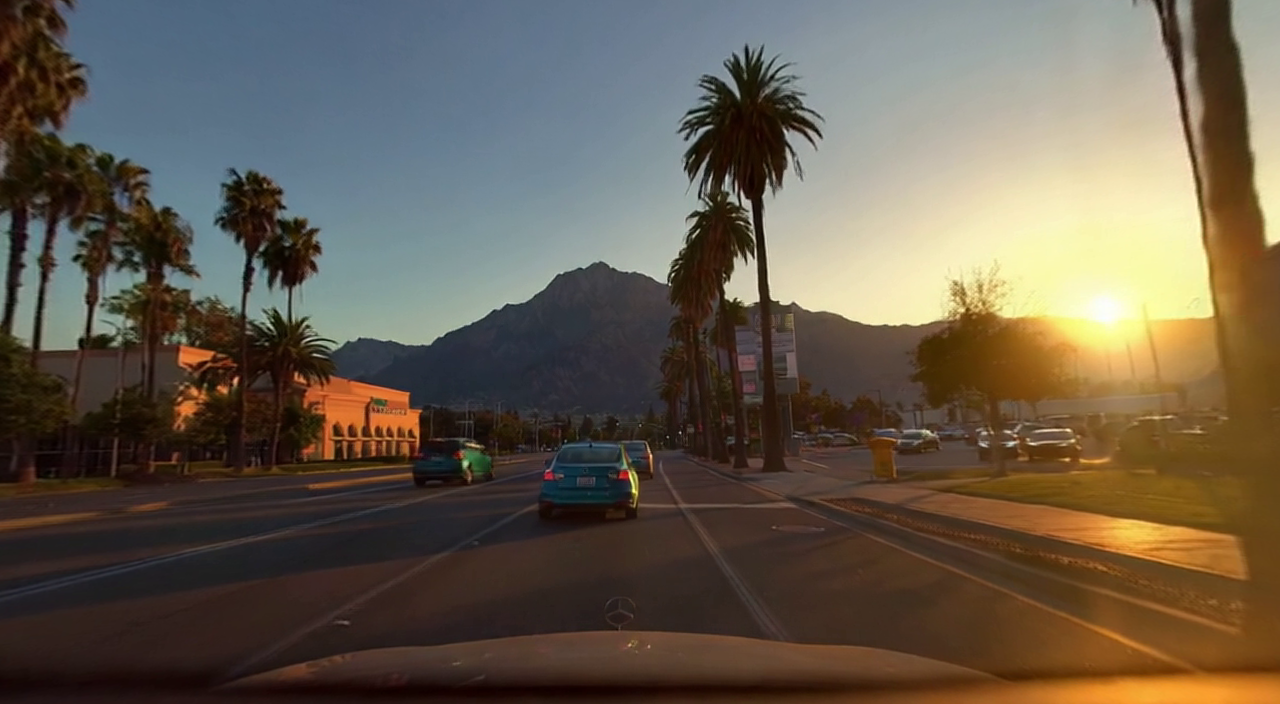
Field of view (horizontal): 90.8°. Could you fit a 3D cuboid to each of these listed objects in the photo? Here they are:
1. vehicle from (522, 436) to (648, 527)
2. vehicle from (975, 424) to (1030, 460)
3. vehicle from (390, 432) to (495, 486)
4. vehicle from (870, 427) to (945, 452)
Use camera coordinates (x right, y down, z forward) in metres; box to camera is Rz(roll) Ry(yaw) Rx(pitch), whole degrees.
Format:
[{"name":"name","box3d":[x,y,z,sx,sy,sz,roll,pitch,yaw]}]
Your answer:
[{"name":"vehicle","box3d":[-0.986,2.415,12.362,2.067,1.459,3.886,0,-8,-3]},{"name":"vehicle","box3d":[16.861,4.186,29.318,1.961,1.526,4.640,-5,-10,30]},{"name":"vehicle","box3d":[-7.724,4.249,25.416,2.400,1.900,5.325,0,-8,1]},{"name":"vehicle","box3d":[19.063,6.274,45.152,1.925,1.652,4.490,6,-10,-35]}]
